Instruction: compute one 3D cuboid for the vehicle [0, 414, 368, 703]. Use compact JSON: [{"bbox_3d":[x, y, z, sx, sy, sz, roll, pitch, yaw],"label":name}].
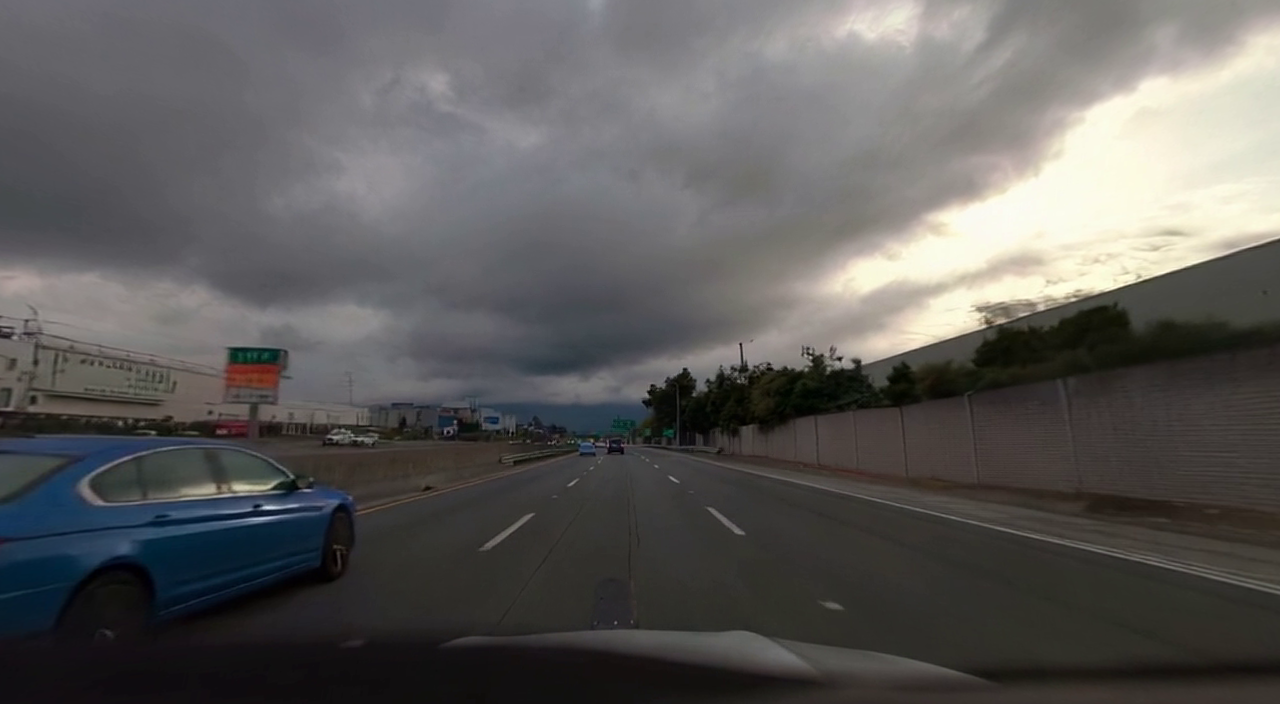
[{"bbox_3d":[-3.683,1.226,4.206,1.916,1.451,4.166,0,-8,-1],"label":"vehicle"}]
